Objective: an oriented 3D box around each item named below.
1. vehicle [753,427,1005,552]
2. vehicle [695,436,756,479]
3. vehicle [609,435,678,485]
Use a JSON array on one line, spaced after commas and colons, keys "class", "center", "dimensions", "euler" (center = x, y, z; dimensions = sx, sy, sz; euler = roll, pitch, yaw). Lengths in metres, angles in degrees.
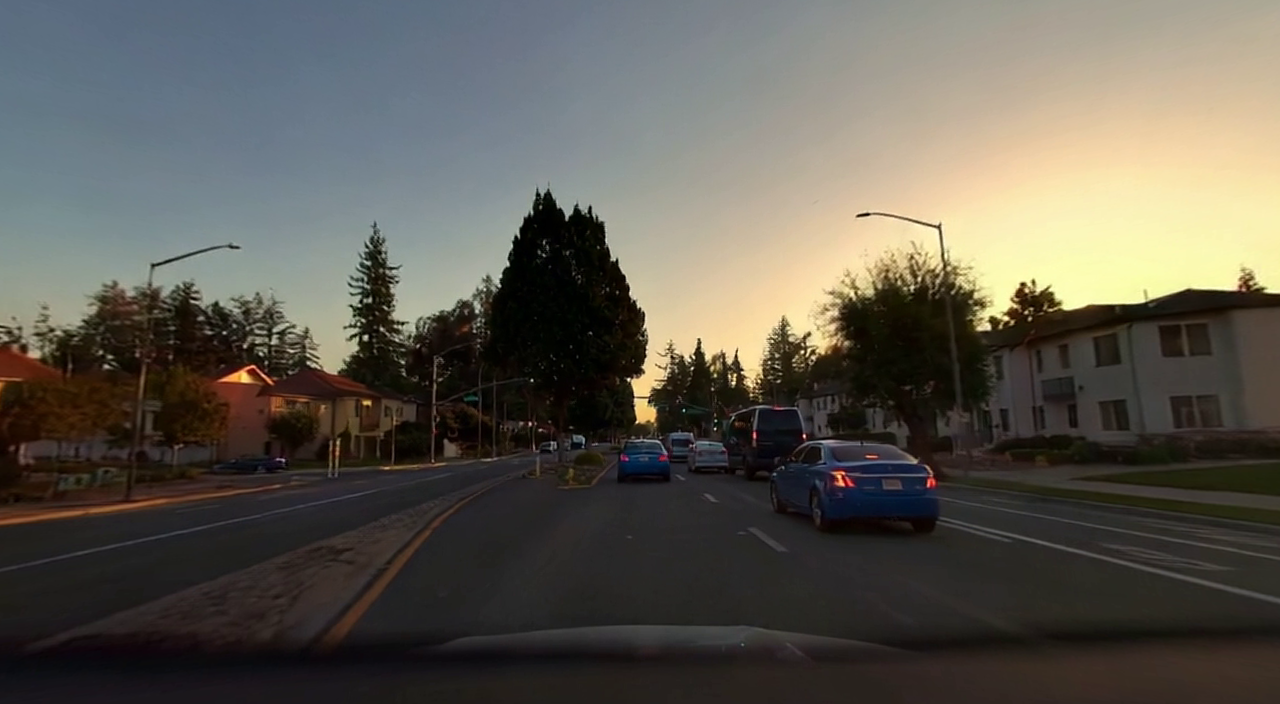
[{"class": "vehicle", "center": [3.369, 2.044, 10.151], "dimensions": [2.161, 1.519, 4.568], "euler": [0, -9, -1]}, {"class": "vehicle", "center": [3.261, 4.082, 24.637], "dimensions": [1.775, 1.499, 3.488], "euler": [0, -9, -2]}, {"class": "vehicle", "center": [0.054, 3.576, 21.141], "dimensions": [2.093, 1.497, 4.010], "euler": [0, -9, -1]}]
